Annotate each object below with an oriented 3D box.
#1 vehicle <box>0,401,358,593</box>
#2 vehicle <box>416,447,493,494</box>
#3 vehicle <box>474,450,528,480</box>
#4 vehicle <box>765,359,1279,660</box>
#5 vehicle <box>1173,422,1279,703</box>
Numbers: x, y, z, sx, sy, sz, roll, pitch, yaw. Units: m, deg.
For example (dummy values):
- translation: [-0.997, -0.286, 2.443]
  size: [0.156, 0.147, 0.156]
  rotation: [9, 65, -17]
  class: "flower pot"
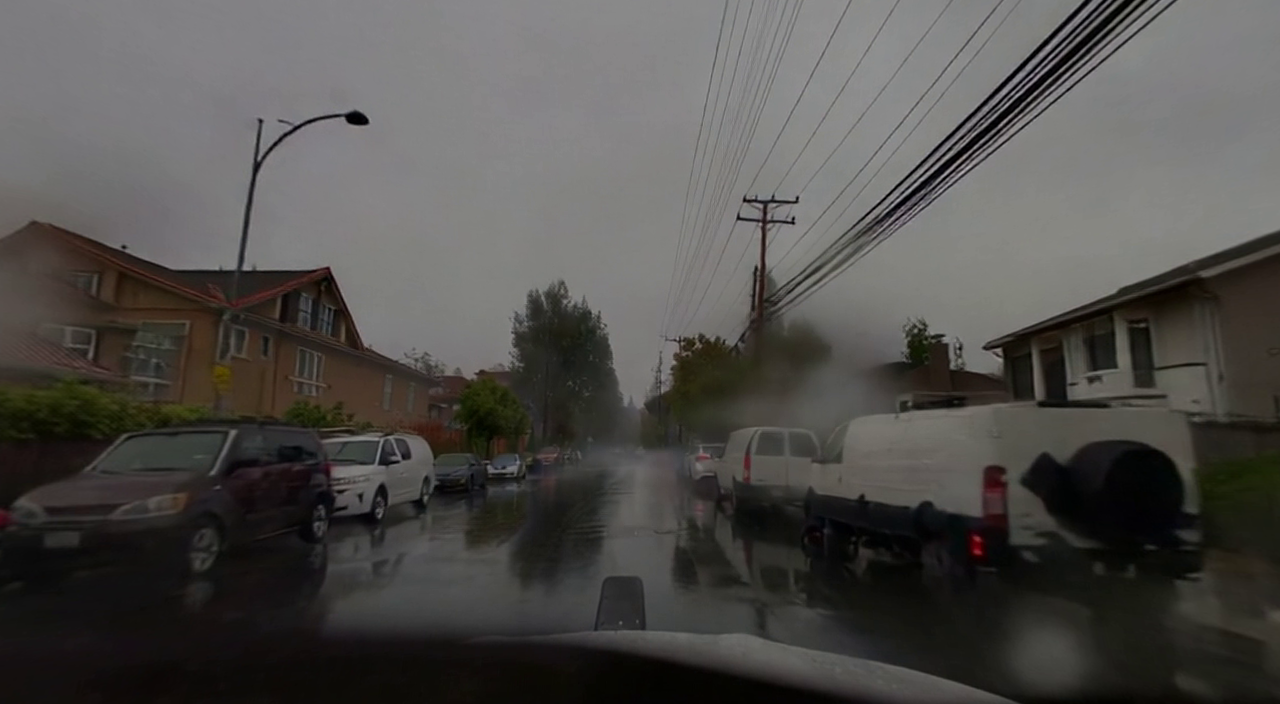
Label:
- translation: [-6.009, 1.818, 8.830]
  size: [2.034, 1.923, 4.713]
  rotation: [0, -8, -1]
  class: "vehicle"
- translation: [-6.650, 4.265, 23.201]
  size: [1.866, 1.474, 4.753]
  rotation: [1, -8, -6]
  class: "vehicle"
- translation: [-6.955, 5.669, 32.061]
  size: [1.958, 1.359, 4.357]
  rotation: [0, -8, -3]
  class: "vehicle"
- translation: [3.211, 1.466, 7.138]
  size: [2.237, 2.071, 5.332]
  rotation: [0, -8, -3]
  class: "vehicle"
- translation: [3.883, 0.839, 1.177]
  size: [1.990, 1.521, 4.153]
  rotation: [0, -8, -3]
  class: "vehicle"
